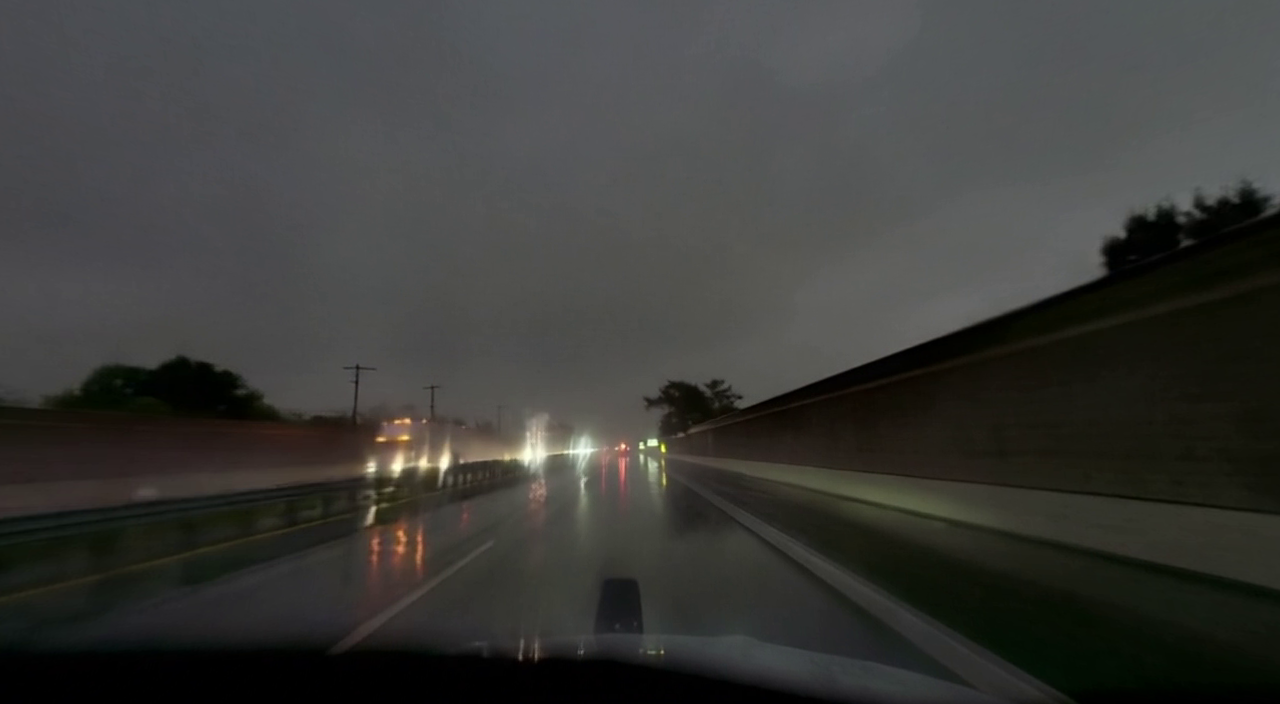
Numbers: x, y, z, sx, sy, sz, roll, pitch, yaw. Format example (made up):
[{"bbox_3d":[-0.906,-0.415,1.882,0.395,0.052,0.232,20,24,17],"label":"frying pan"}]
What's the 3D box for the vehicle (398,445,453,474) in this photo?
[{"bbox_3d":[-13.204,6.623,38.827,1.944,1.607,4.344,0,-9,-2],"label":"vehicle"}]
